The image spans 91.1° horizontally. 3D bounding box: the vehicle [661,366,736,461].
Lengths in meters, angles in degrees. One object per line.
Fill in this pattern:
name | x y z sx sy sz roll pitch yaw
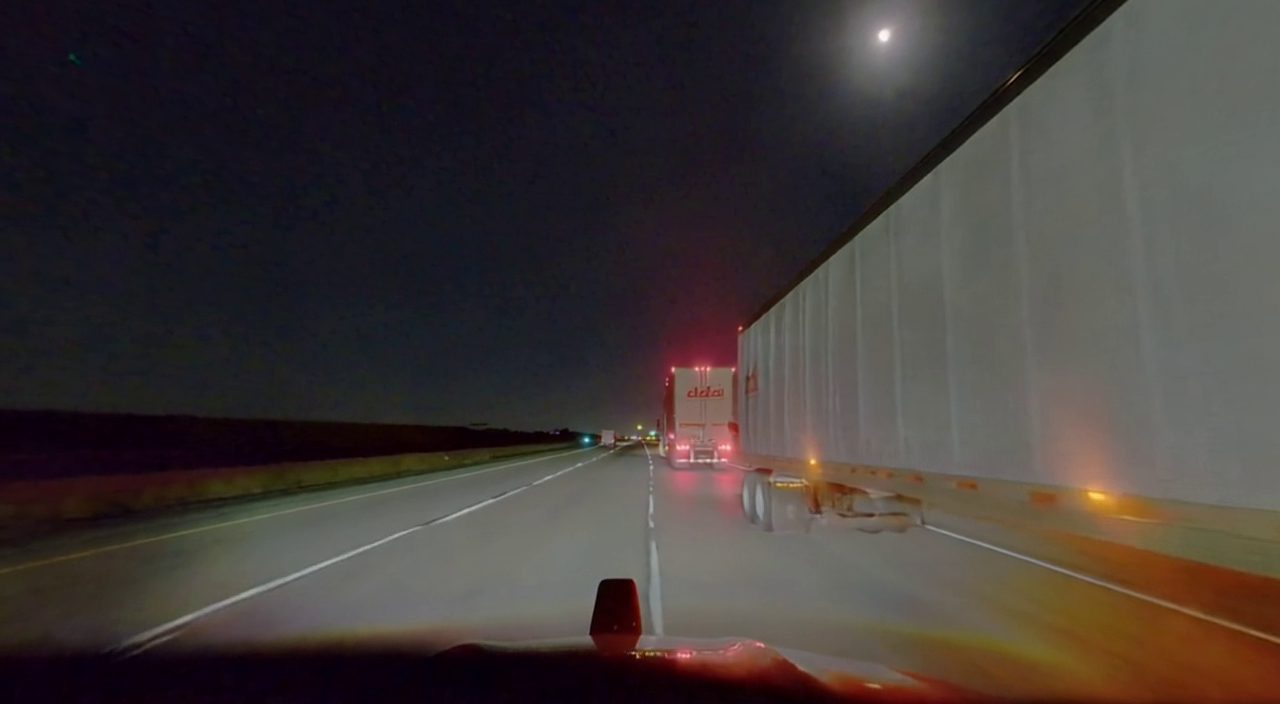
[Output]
vehicle | 2.842 3.714 35.268 3.034 4.194 14.704 0 -8 1
